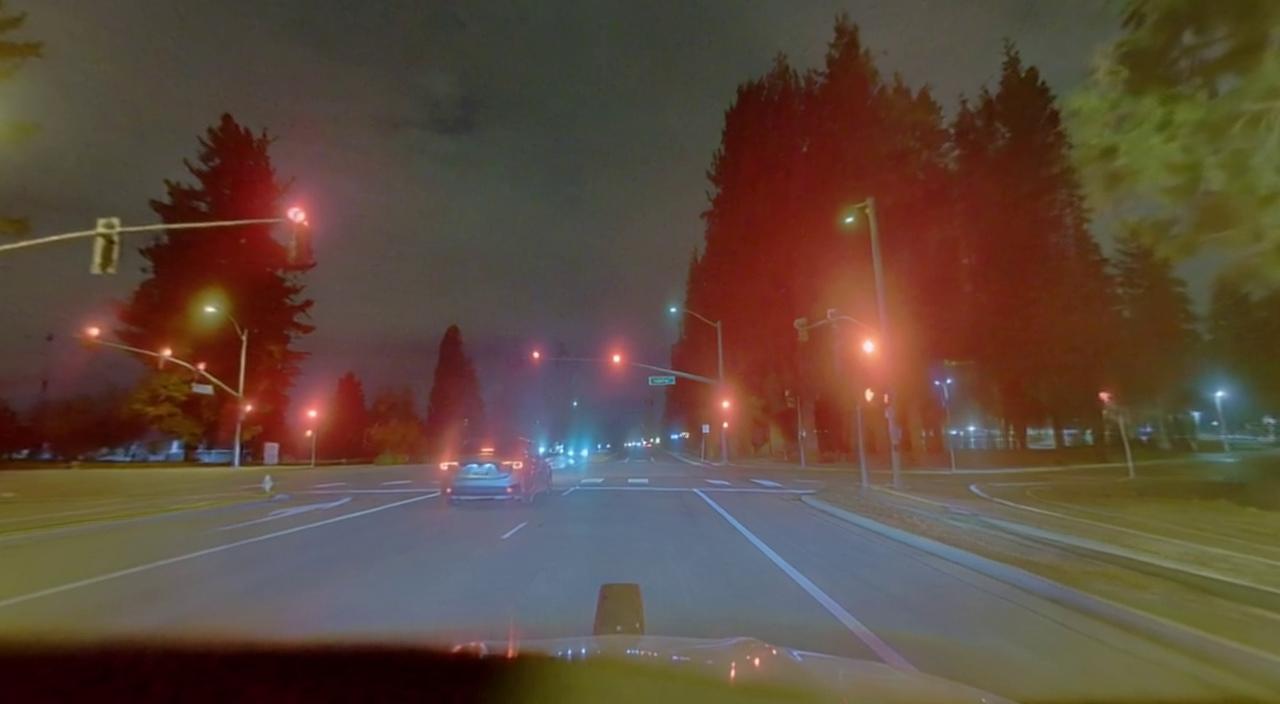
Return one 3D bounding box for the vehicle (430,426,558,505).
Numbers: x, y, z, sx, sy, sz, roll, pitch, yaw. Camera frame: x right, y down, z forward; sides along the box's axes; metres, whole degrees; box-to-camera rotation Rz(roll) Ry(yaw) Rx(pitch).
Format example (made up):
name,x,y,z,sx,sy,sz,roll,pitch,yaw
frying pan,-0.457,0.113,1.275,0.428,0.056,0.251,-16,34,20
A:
name,x,y,z,sx,sy,sz,roll,pitch,yaw
vehicle,-3.277,2.662,15.206,2.076,1.599,4.483,0,-9,-1
